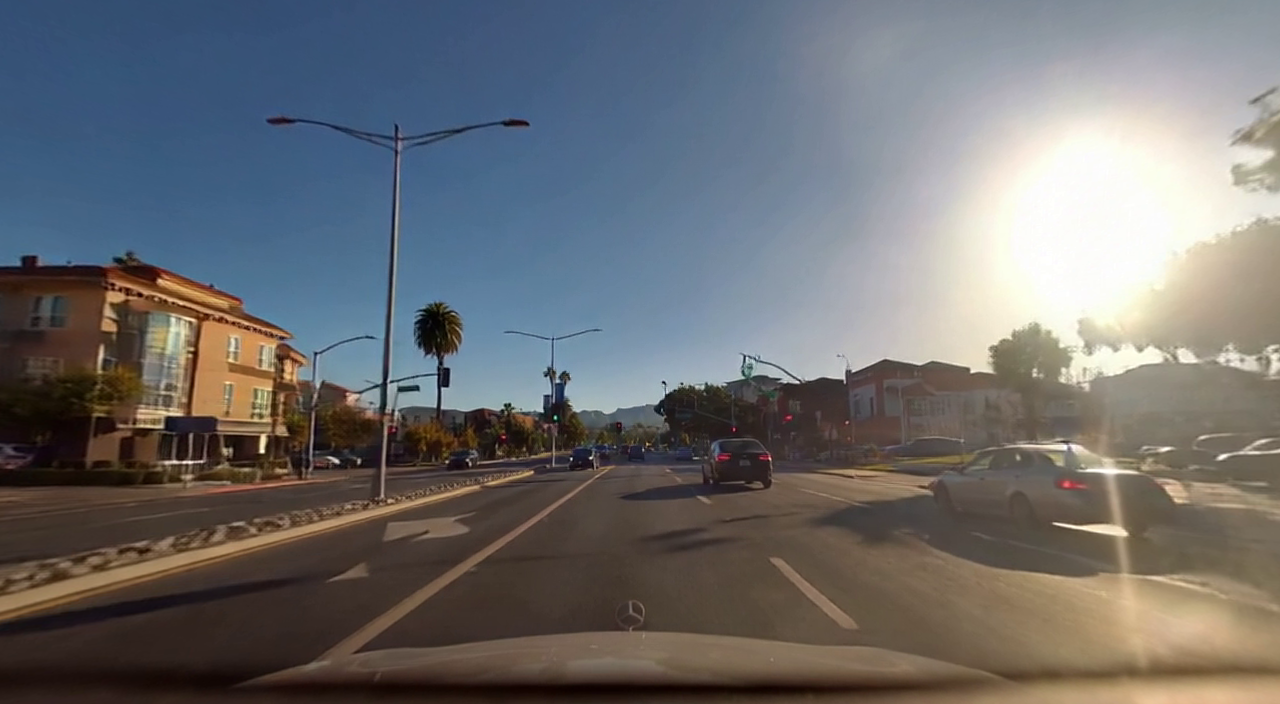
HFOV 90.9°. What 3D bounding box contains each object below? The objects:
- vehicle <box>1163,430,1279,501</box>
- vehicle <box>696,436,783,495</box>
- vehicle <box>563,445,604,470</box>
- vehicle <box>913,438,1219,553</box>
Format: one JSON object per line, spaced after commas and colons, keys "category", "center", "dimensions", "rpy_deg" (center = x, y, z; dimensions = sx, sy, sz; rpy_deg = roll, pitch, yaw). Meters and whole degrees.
{"category": "vehicle", "center": [17.850, 3.094, 17.456], "dimensions": [4.747, 1.807, 2.251], "rpy_deg": [0, -8, -3]}
{"category": "vehicle", "center": [2.977, 3.506, 19.834], "dimensions": [2.009, 1.639, 4.267], "rpy_deg": [0, -9, 0]}
{"category": "vehicle", "center": [-3.574, 6.739, 40.372], "dimensions": [2.037, 1.472, 4.152], "rpy_deg": [0, -9, 3]}
{"category": "vehicle", "center": [6.529, 2.208, 10.512], "dimensions": [1.890, 1.471, 4.566], "rpy_deg": [0, -9, 0]}
